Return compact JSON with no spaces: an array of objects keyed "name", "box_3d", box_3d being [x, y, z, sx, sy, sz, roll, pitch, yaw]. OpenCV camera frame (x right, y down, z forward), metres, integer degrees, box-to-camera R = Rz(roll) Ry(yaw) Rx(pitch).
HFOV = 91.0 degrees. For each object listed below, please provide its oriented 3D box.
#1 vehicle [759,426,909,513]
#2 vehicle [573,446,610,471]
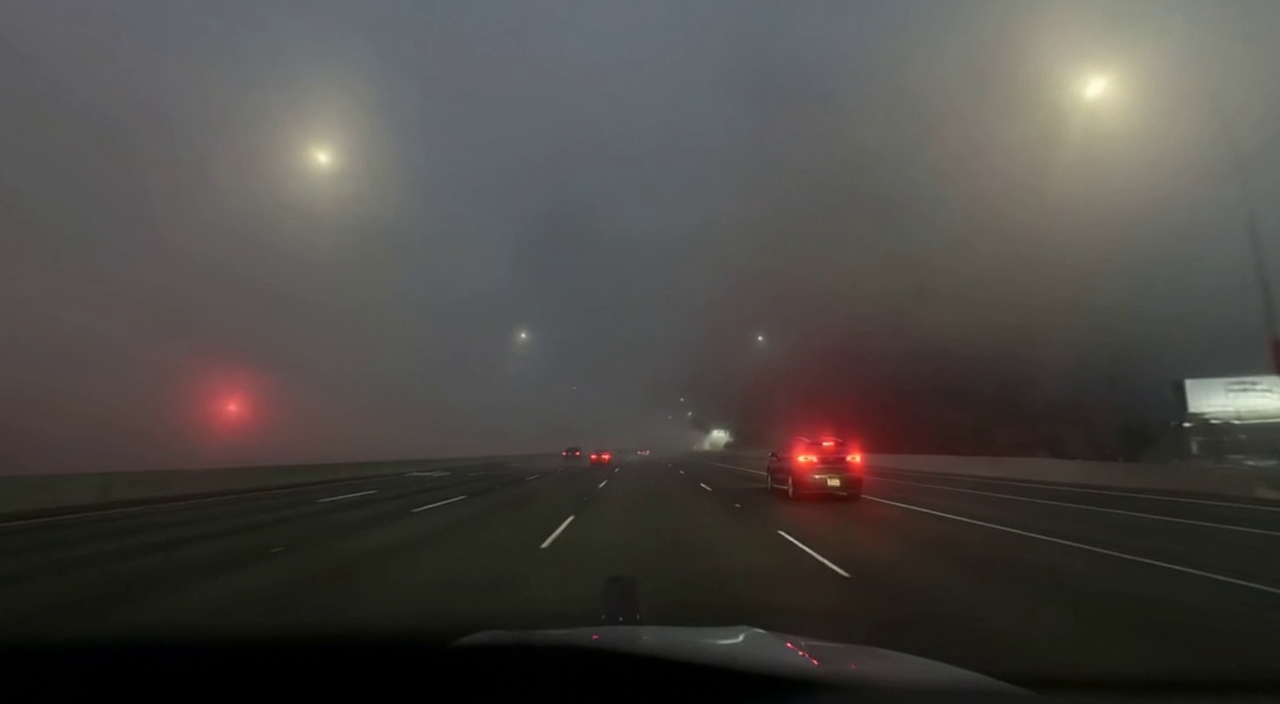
[{"name":"vehicle","box_3d":[4.429,2.777,15.328,2.109,1.764,4.704,0,-9,-1]},{"name":"vehicle","box_3d":[-3.156,7.048,41.872,2.139,1.510,4.506,0,-9,0]}]
